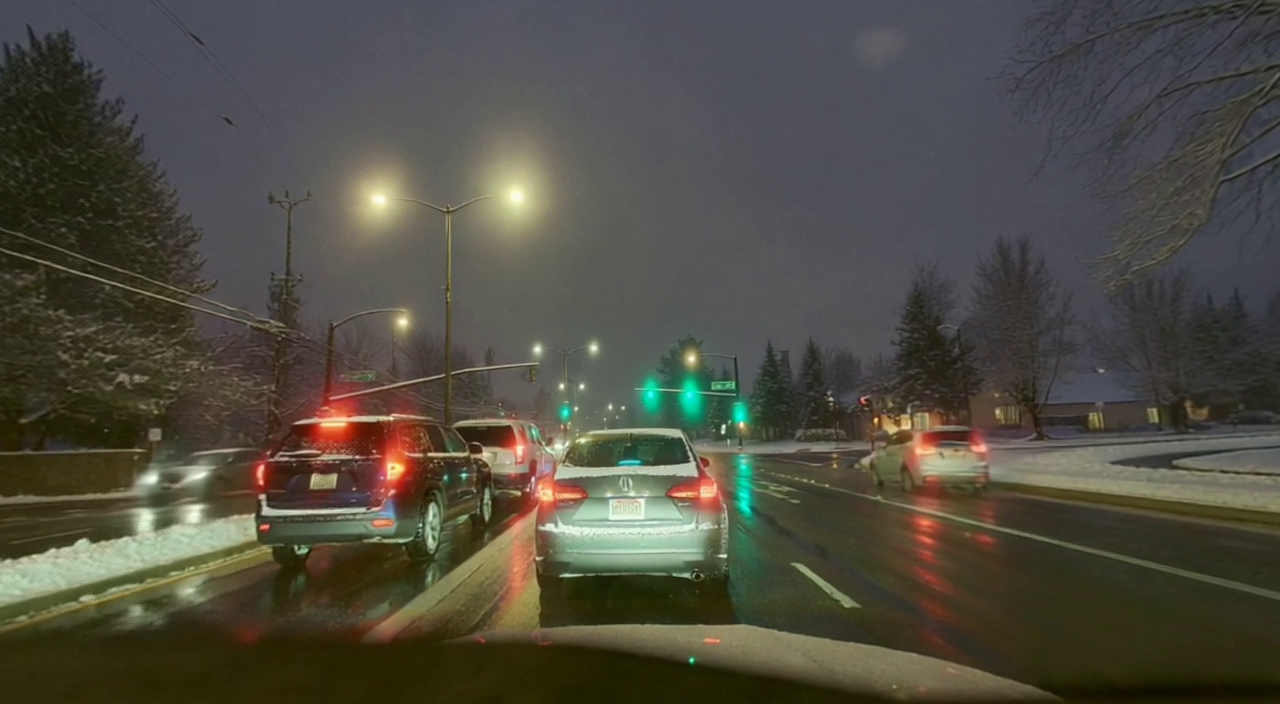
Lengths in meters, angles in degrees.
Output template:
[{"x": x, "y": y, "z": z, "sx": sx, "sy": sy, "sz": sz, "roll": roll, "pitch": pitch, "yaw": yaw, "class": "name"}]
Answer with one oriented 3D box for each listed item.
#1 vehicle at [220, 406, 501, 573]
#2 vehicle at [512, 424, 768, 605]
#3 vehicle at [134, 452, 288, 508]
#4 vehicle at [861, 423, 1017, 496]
[{"x": -3.429, "y": 1.762, "z": 8.861, "sx": 2.046, "sy": 1.751, "sz": 4.208, "roll": 0, "pitch": -8, "yaw": -1, "class": "vehicle"}, {"x": -0.059, "y": 1.644, "z": 7.308, "sx": 2.126, "sy": 1.475, "sz": 3.967, "roll": 0, "pitch": -8, "yaw": -2, "class": "vehicle"}, {"x": -12.955, "y": 3.841, "z": 19.450, "sx": 1.841, "sy": 1.469, "sz": 4.202, "roll": 0, "pitch": -8, "yaw": -1, "class": "vehicle"}, {"x": 7.913, "y": 2.898, "z": 17.322, "sx": 2.059, "sy": 1.719, "sz": 4.443, "roll": 0, "pitch": -8, "yaw": 0, "class": "vehicle"}]
